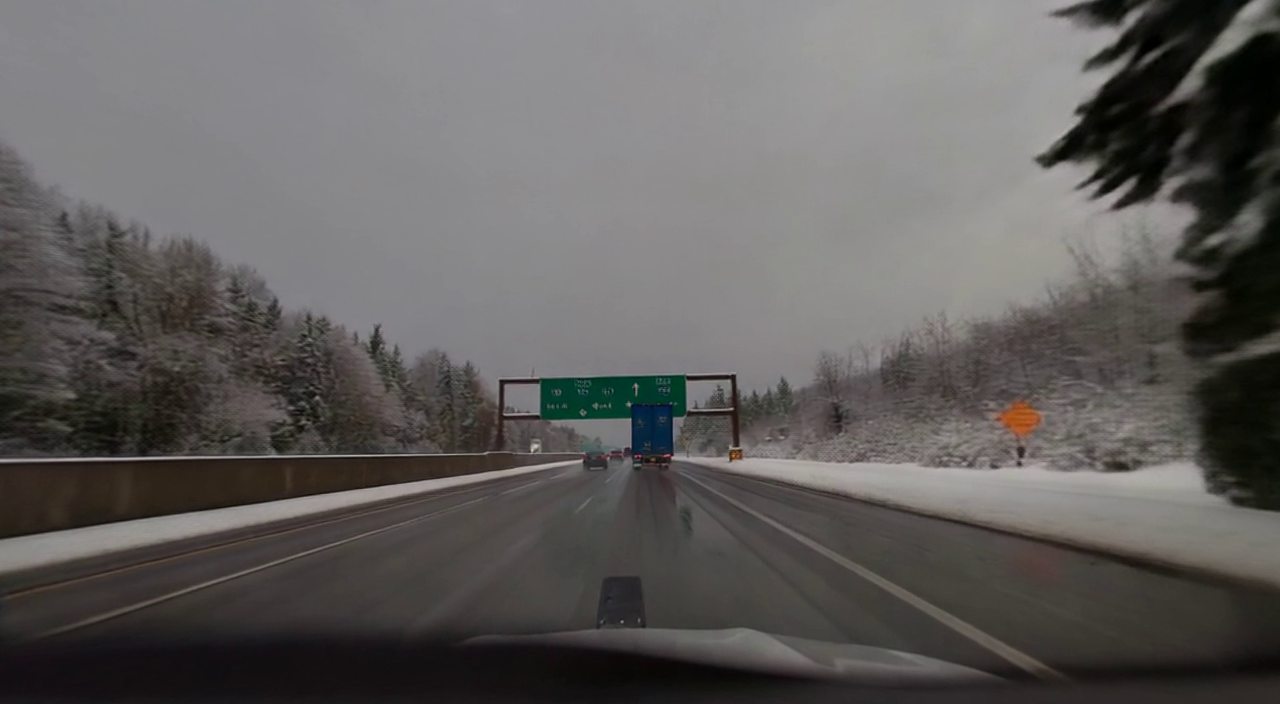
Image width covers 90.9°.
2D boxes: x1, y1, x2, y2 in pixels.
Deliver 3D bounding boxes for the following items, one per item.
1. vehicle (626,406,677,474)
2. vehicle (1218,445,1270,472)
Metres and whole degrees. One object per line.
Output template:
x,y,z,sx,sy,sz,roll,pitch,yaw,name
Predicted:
0.700,6.043,42.963,3.022,4.072,10.318,0,-9,0,vehicle
35.681,6.247,37.175,1.958,1.442,4.396,-8,-12,44,vehicle
